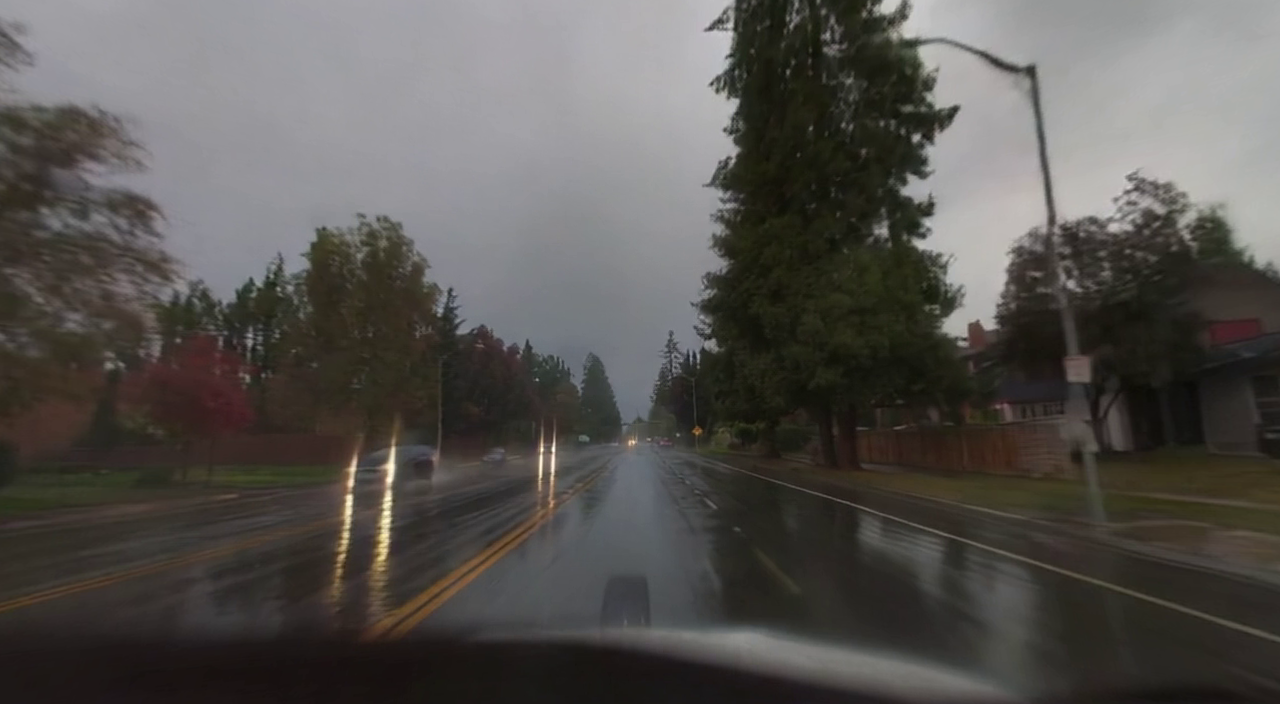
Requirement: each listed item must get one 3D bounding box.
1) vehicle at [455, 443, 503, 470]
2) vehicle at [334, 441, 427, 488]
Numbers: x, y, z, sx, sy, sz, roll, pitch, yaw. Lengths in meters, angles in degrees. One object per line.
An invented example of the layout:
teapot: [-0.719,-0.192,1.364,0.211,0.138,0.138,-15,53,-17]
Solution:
vehicle: [-10.211,6.635,40.336,1.913,1.641,4.243,0,-8,1]
vehicle: [-10.090,4.363,24.877,1.962,1.680,3.925,0,-8,1]
